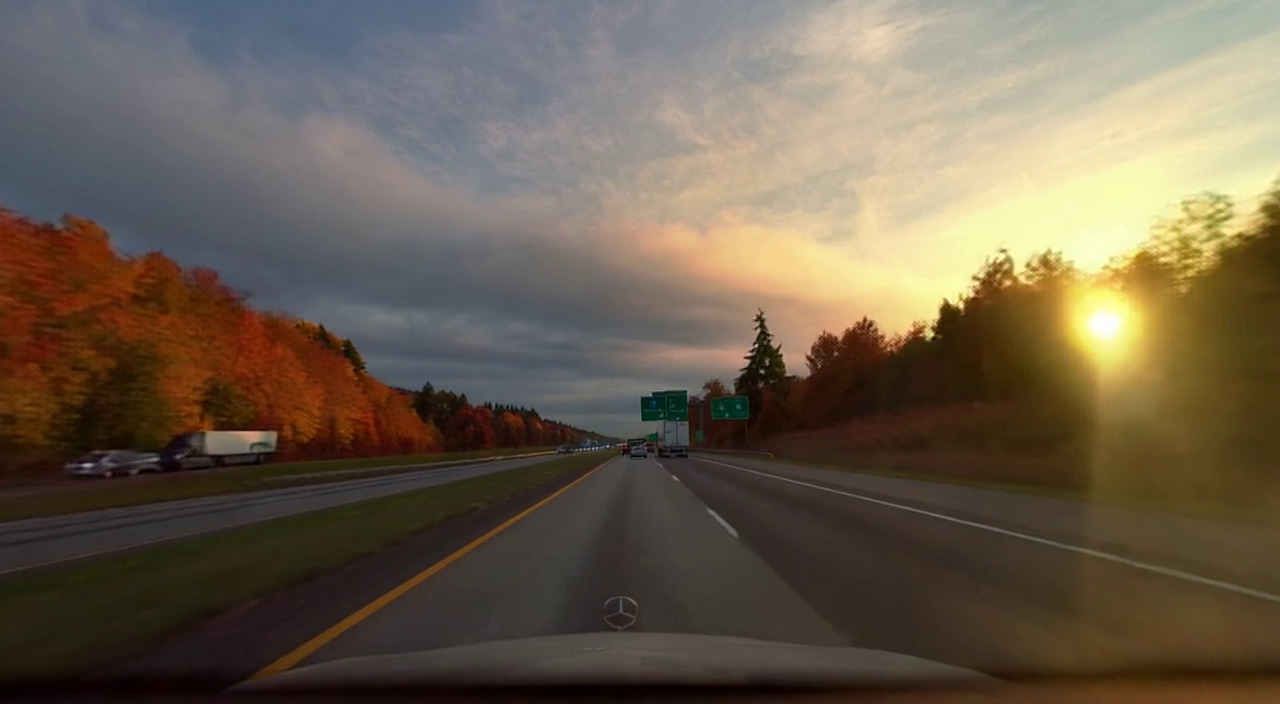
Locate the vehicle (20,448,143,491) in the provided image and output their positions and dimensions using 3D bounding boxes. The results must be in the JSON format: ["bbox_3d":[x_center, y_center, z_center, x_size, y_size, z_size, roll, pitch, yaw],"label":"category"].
[{"bbox_3d":[-36.981,7.734,41.881,2.712,2.519,6.927,1,-9,-10],"label":"vehicle"}]
